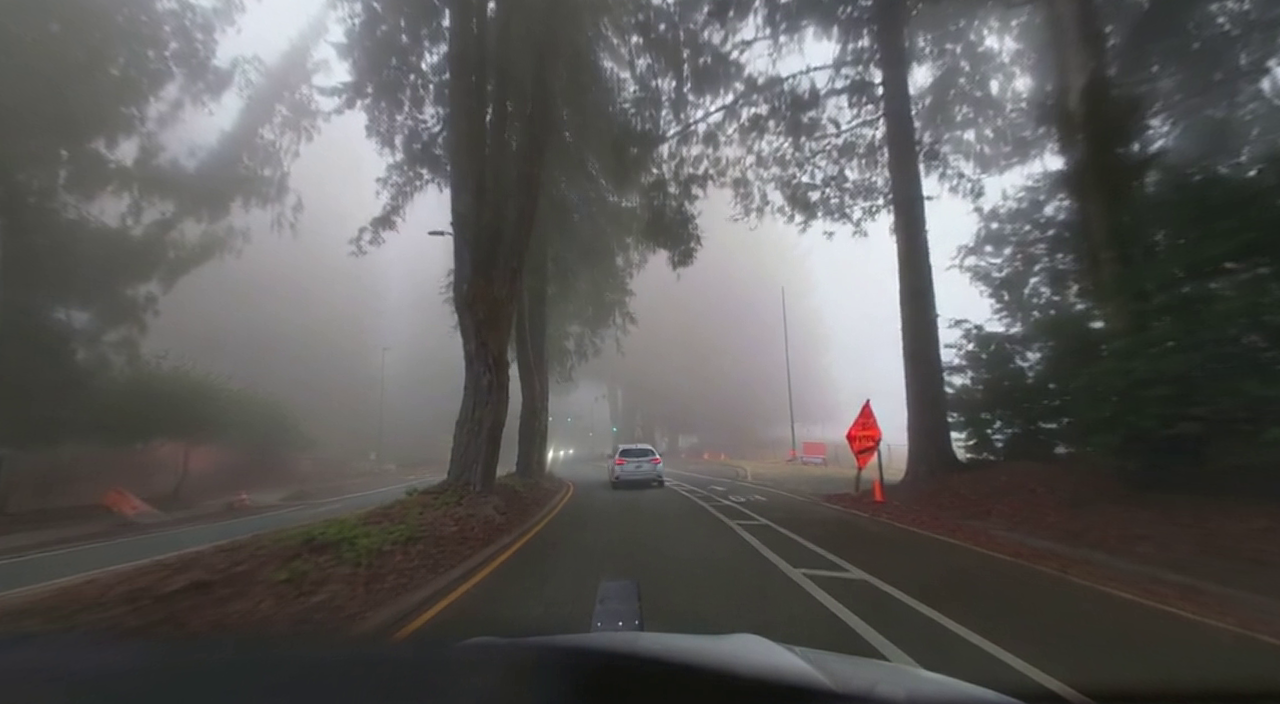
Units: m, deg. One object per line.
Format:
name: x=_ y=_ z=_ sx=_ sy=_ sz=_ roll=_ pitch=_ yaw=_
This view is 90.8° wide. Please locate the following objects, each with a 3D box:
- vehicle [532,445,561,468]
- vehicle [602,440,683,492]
vehicle: x=-7.136 y=7.954 z=48.139 sx=2.077 sy=1.665 sz=4.206 roll=1 pitch=-9 yaw=-9
vehicle: x=-0.057 y=3.700 z=20.869 sx=2.266 sy=1.508 sz=4.430 roll=1 pitch=-9 yaw=-5
